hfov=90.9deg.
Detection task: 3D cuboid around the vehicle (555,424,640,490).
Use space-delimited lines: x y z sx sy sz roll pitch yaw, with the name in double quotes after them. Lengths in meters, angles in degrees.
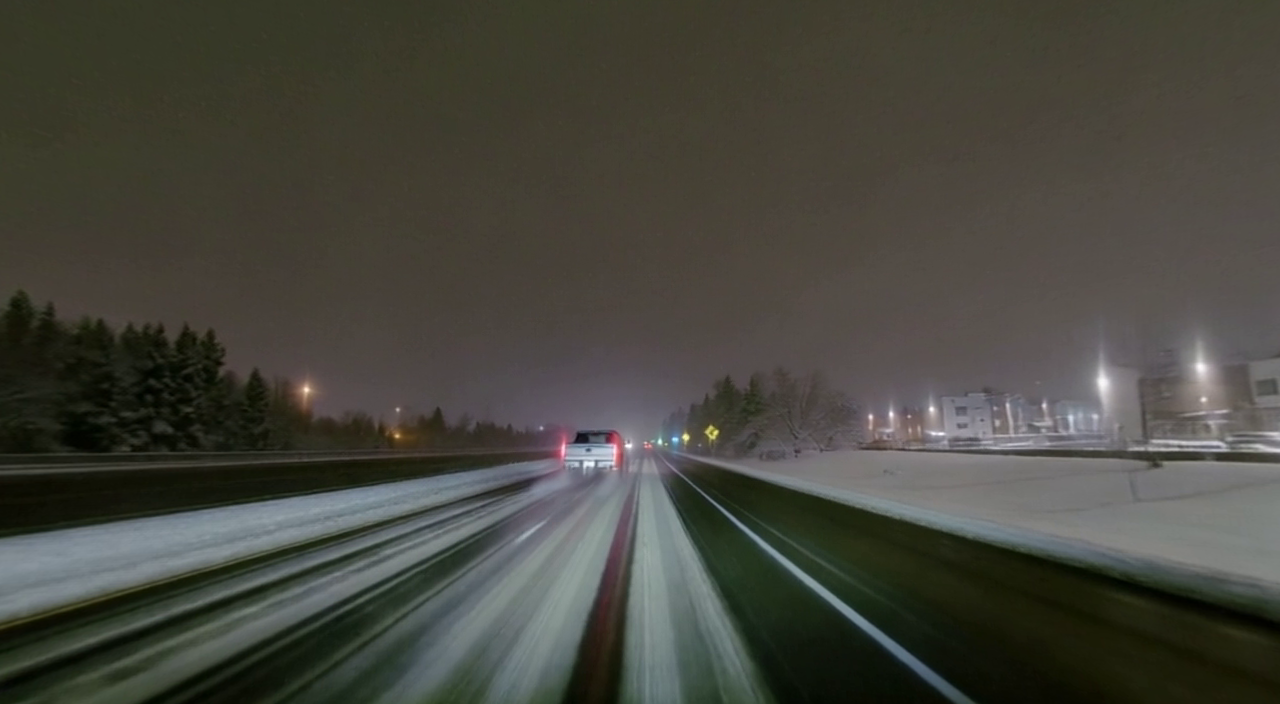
-1.274 3.563 21.704 2.350 1.932 5.562 -1 -8 2 "vehicle"
